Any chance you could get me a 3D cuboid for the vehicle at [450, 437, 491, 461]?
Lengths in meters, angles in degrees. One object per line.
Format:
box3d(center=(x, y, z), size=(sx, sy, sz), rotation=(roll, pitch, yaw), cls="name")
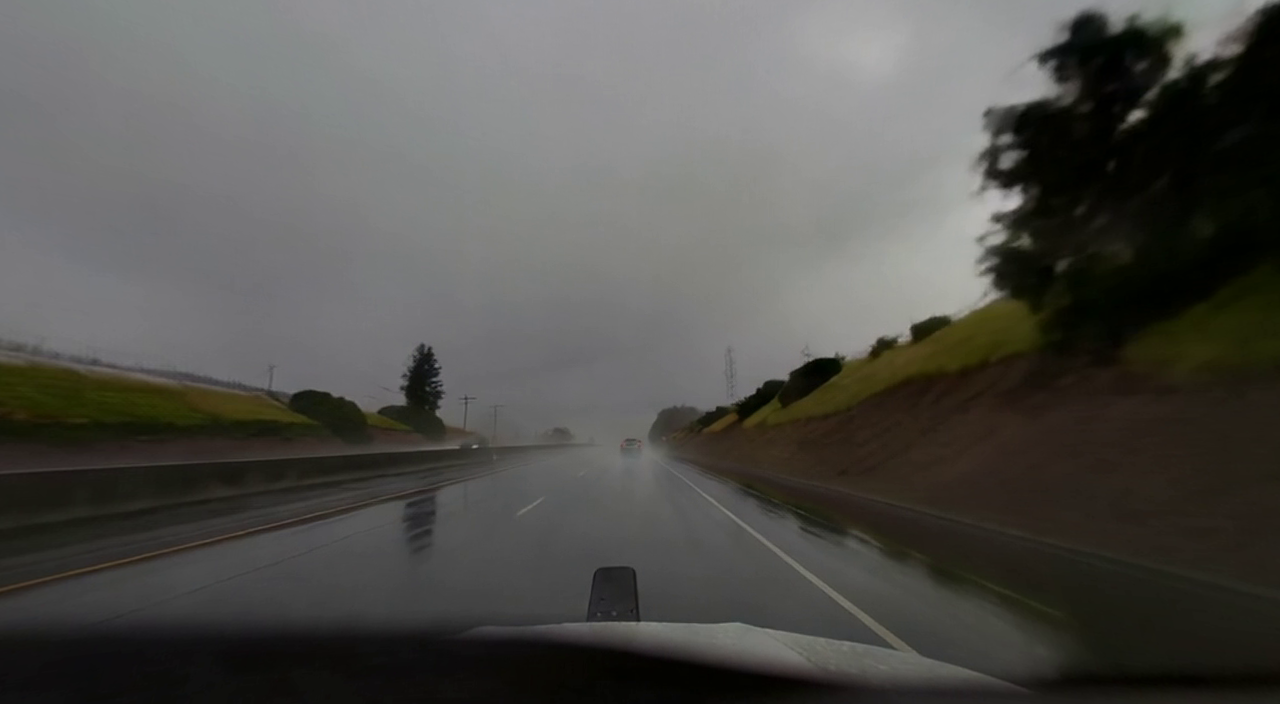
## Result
box3d(center=(-11.434, 6.561, 42.678), size=(1.811, 1.475, 3.704), rotation=(-1, -8, 0), cls="vehicle")
